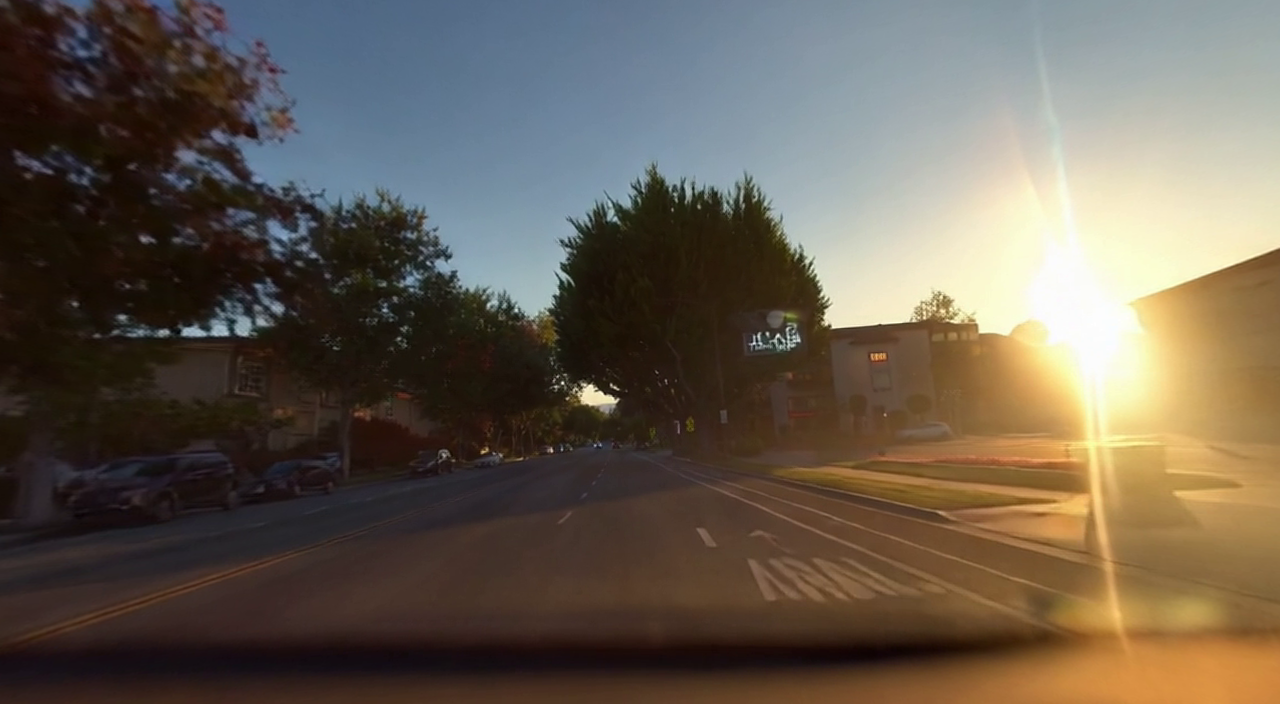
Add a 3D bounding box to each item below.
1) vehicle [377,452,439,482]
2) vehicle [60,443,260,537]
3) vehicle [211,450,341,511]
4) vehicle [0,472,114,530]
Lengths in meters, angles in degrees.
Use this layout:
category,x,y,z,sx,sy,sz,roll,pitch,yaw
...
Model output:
category,x,y,z,sx,sy,sz,roll,pitch,yaw
vehicle,-12.821,6.363,35.196,1.958,1.457,4.254,0,-8,-3
vehicle,-12.187,3.437,16.502,2.015,1.884,4.488,-6,-8,-5
vehicle,-12.396,4.336,21.896,2.076,1.681,4.423,-4,-9,-3
vehicle,-18.281,4.356,18.820,1.963,1.383,3.903,2,-9,-4
